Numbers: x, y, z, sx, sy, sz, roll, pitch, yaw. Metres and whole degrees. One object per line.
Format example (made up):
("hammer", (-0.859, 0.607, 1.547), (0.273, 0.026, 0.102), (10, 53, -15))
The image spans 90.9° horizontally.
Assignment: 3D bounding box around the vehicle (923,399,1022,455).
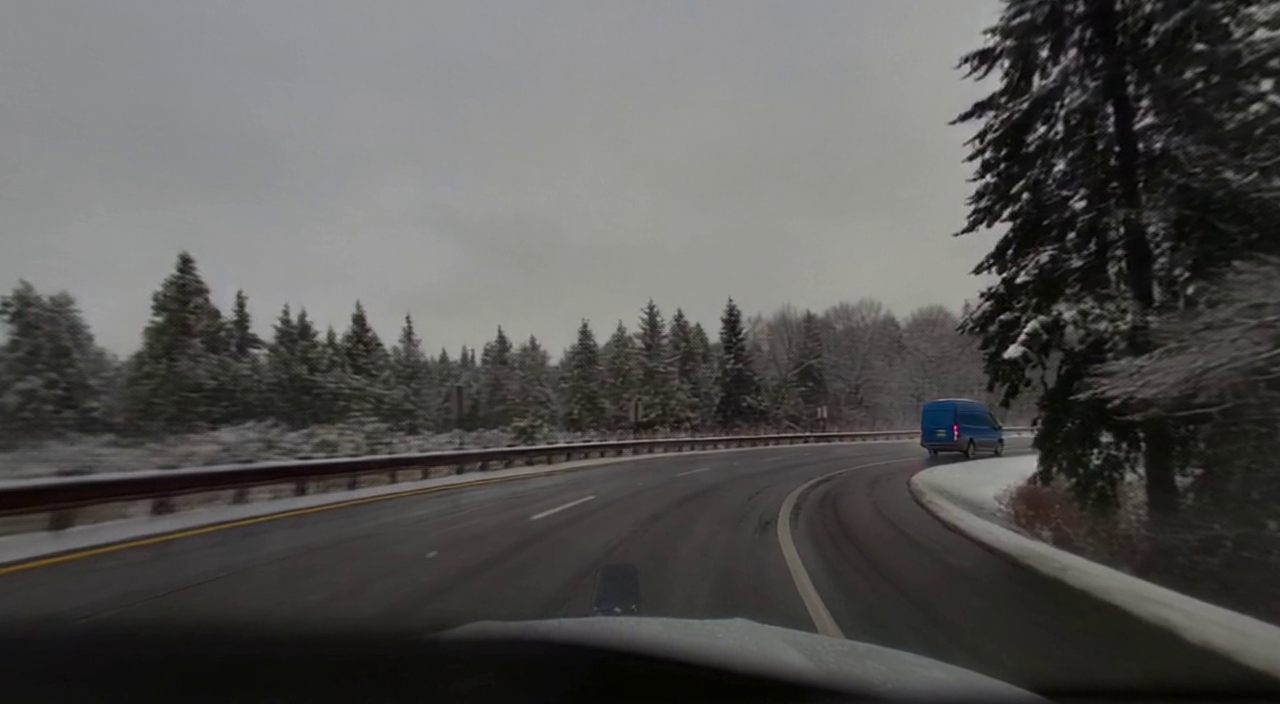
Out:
("vehicle", (16.867, 3.835, 31.849), (5.330, 2.577, 2.352), (7, -10, -39))
